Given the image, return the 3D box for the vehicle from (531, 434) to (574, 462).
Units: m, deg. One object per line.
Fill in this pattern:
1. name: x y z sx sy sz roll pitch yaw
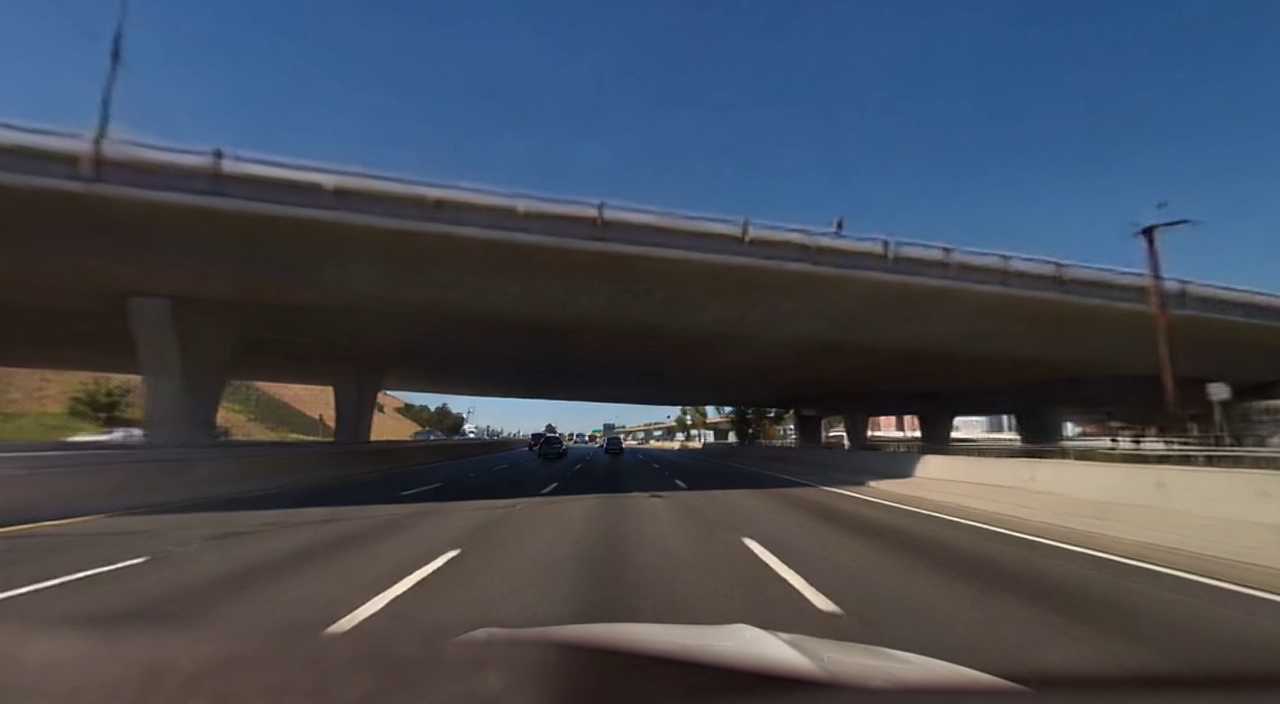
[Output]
1. vehicle: -5.419 6.000 39.558 2.123 1.601 4.887 0 -8 -1
